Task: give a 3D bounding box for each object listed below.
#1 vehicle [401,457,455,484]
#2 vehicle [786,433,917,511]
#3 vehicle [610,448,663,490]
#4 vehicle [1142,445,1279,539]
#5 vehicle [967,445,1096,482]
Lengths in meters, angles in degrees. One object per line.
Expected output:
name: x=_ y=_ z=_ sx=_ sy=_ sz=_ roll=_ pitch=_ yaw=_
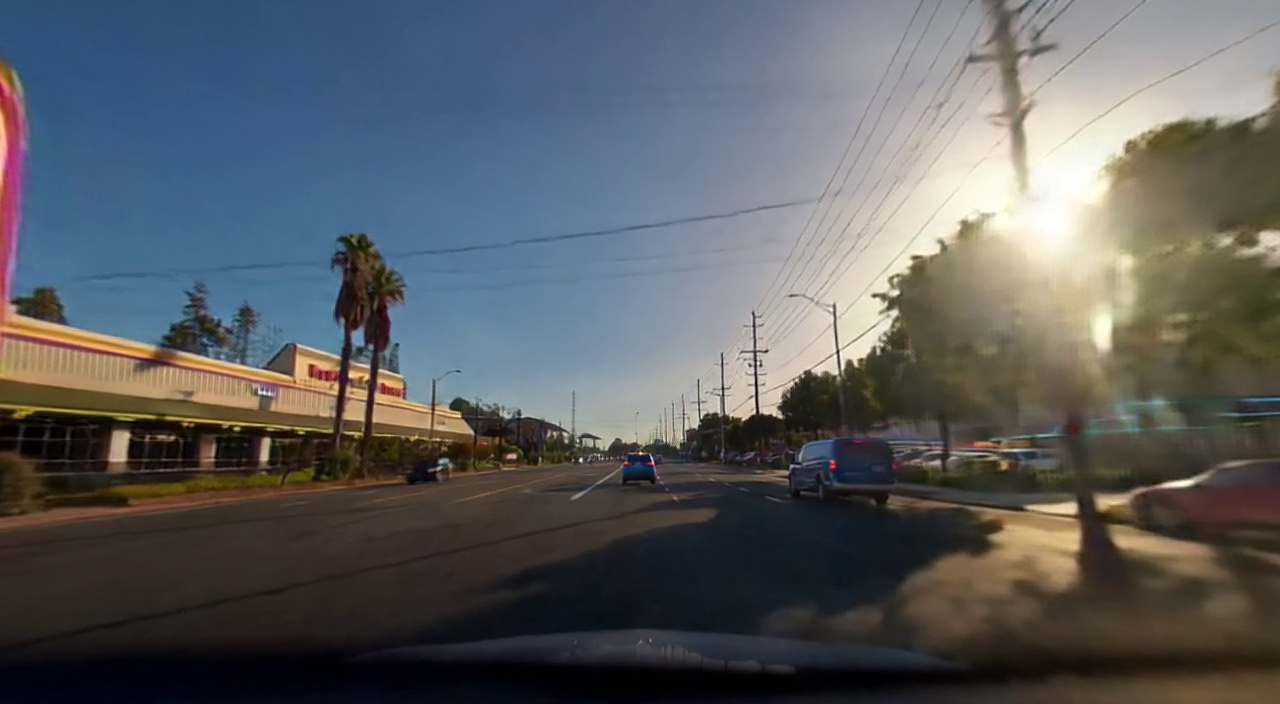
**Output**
vehicle: x=-14.207 y=7.957 z=42.449 sx=1.997 sy=1.641 sz=4.528 roll=0 pitch=-9 yaw=1
vehicle: x=5.806 y=3.346 z=17.995 sx=2.107 sy=1.928 sz=4.471 roll=0 pitch=-9 yaw=0
vehicle: x=-0.166 y=5.023 z=27.406 sx=2.138 sy=1.672 sz=4.168 roll=0 pitch=-9 yaw=-1
vehicle: x=11.519 y=2.336 z=10.663 sx=4.400 sy=1.507 sz=2.009 roll=-6 pitch=-11 yaw=32
vehicle: x=17.945 y=5.112 z=29.018 sx=4.490 sy=1.604 sz=2.089 roll=0 pitch=-9 yaw=1
